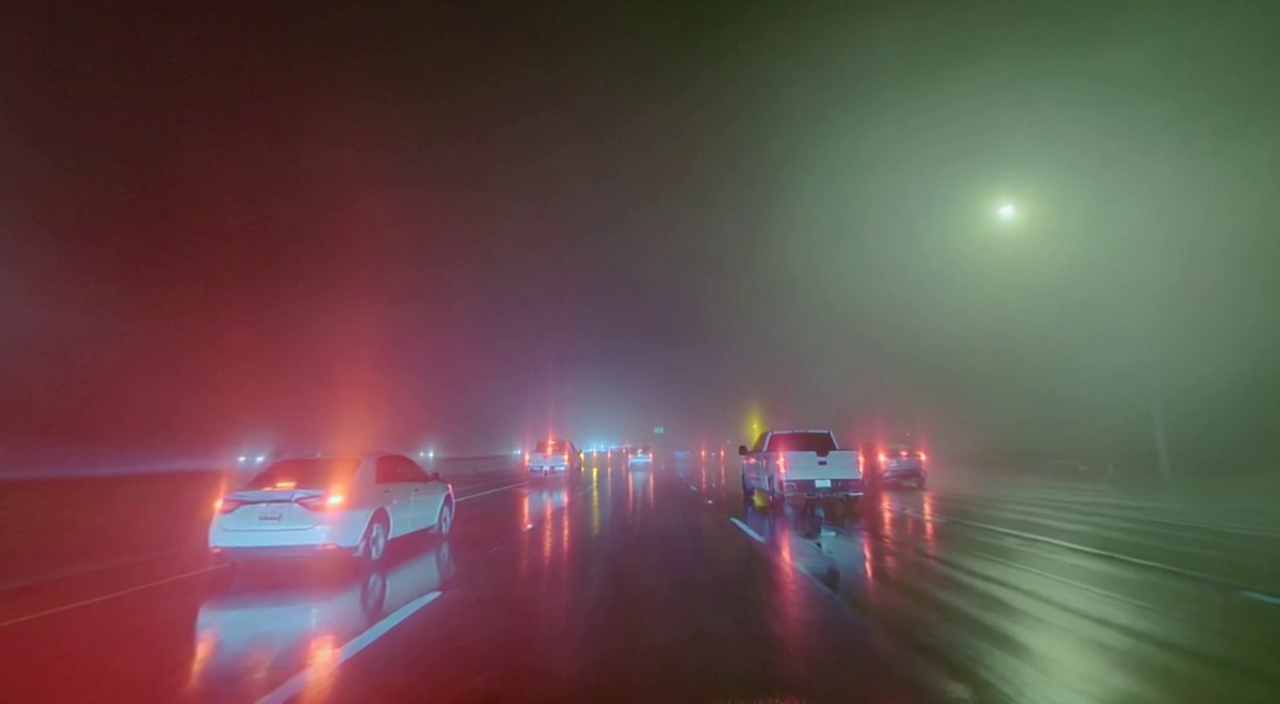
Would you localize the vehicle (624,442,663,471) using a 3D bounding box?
[{"bbox_3d":[0.162,6.142,37.080,2.147,1.572,4.094,0,-9,-1],"label":"vehicle"}]

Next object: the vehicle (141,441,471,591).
[{"bbox_3d":[-3.831,1.922,8.307,1.947,1.424,4.264,0,-9,1],"label":"vehicle"}]

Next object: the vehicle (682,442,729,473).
[{"bbox_3d":[3.719,6.073,36.498,2.145,1.636,4.437,1,-9,-1],"label":"vehicle"}]

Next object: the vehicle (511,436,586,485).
[{"bbox_3d":[-3.582,4.353,25.597,2.176,1.783,4.799,0,-9,2],"label":"vehicle"}]

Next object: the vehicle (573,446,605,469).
[{"bbox_3d":[-3.480,7.274,43.563,1.907,1.484,3.954,0,-9,0],"label":"vehicle"}]

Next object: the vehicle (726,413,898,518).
[{"bbox_3d":[3.591,2.535,14.562,2.340,1.925,5.529,0,-9,-1],"label":"vehicle"}]
